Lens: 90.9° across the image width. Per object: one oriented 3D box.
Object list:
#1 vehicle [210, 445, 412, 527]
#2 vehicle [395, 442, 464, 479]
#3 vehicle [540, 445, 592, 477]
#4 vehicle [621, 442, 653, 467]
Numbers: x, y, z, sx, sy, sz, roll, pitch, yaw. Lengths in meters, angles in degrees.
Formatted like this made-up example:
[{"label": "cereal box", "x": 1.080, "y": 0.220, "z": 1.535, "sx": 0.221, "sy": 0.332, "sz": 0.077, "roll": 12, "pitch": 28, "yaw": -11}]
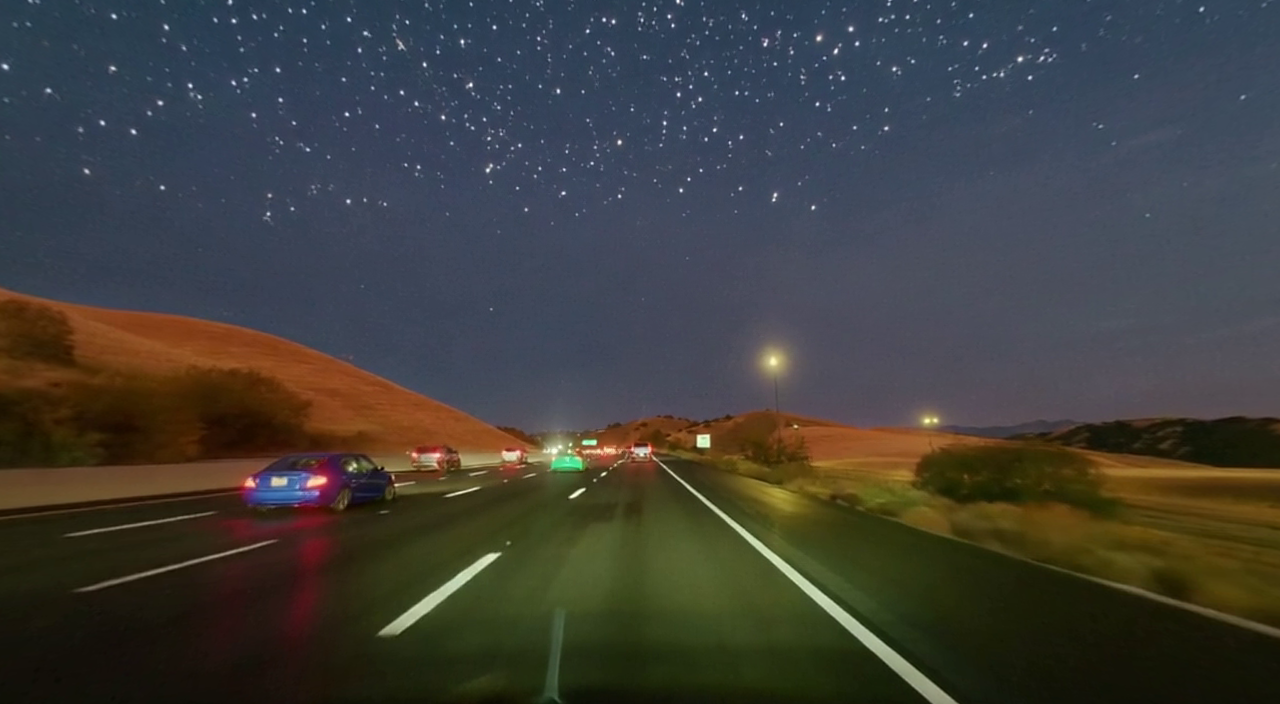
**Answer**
[{"label": "vehicle", "x": -6.731, "y": 2.744, "z": 13.576, "sx": 1.991, "sy": 1.441, "sz": 4.265, "roll": 0, "pitch": -8, "yaw": 1}, {"label": "vehicle", "x": -10.879, "y": 5.617, "z": 32.992, "sx": 2.025, "sy": 1.750, "sz": 4.505, "roll": 0, "pitch": -8, "yaw": 0}, {"label": "vehicle", "x": -3.726, "y": 5.583, "z": 32.693, "sx": 2.144, "sy": 1.505, "sz": 4.649, "roll": 0, "pitch": -8, "yaw": 0}, {"label": "vehicle", "x": -0.241, "y": 7.251, "z": 44.986, "sx": 2.225, "sy": 1.674, "sz": 4.044, "roll": 0, "pitch": -8, "yaw": -1}]
